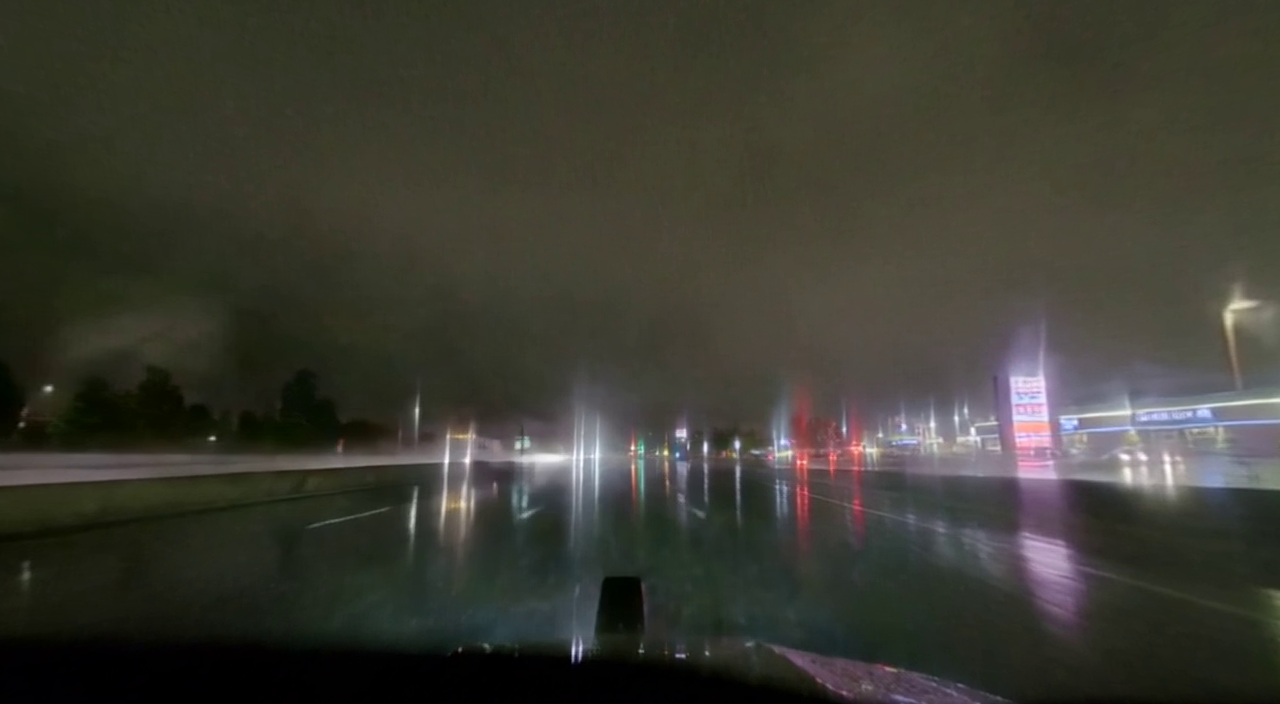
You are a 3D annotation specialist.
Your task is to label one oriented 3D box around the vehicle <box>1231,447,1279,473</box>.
[{"bbox_3d":[48.994,8.478,49.680,4.921,1.874,2.253,6,-11,-35],"label":"vehicle"}]
